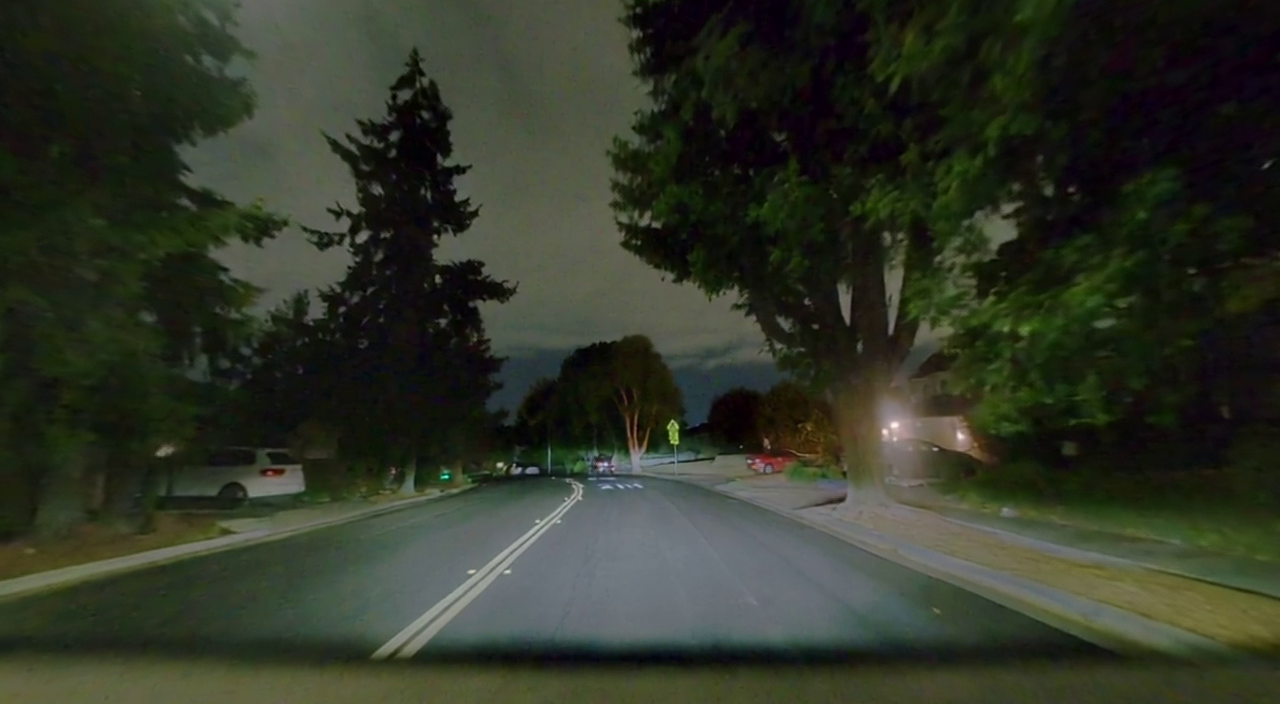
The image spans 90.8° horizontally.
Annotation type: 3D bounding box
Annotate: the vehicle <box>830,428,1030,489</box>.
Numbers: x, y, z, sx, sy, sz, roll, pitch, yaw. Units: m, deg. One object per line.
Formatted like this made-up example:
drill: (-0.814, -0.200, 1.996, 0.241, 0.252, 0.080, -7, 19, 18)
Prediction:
vehicle: (9.266, 3.363, 20.238, 5.751, 1.733, 2.138, 2, -9, -17)

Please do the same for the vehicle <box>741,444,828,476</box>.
vehicle: (8.065, 6.023, 35.381, 4.284, 1.522, 1.893, 0, -8, -19)

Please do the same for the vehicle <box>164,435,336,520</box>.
vehicle: (-10.283, 3.292, 17.221, 2.073, 1.899, 4.869, 0, -9, -7)

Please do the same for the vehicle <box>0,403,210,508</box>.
vehicle: (-14.171, 2.484, 15.204, 5.662, 2.292, 2.422, 1, -10, -14)
